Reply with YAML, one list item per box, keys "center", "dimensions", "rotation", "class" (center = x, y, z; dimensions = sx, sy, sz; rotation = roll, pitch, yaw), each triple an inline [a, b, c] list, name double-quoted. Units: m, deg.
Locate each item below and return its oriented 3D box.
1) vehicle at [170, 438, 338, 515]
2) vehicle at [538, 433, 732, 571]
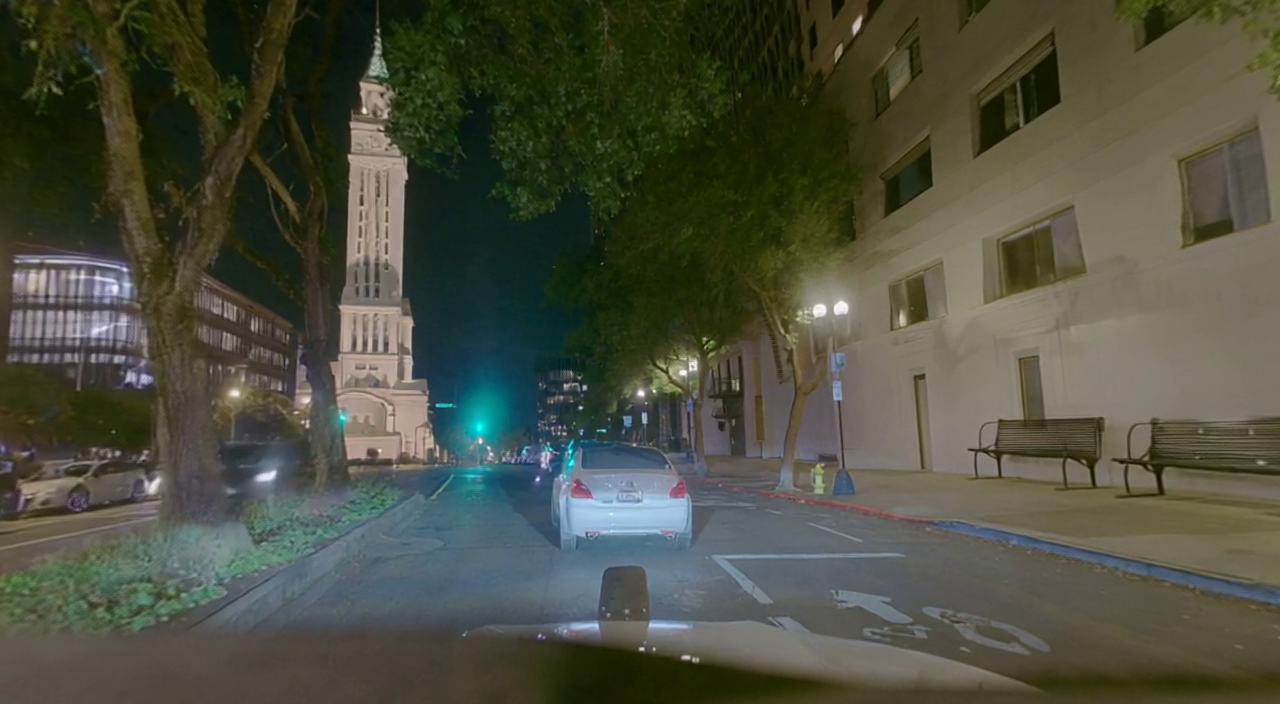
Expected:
- center: [-9.907, 3.176, 16.712]
  dimensions: [2.179, 1.698, 4.549]
  rotation: [1, -9, -10]
  class: "vehicle"
- center: [-0.241, 1.942, 9.007]
  dimensions: [2.142, 1.475, 4.051]
  rotation: [1, -8, -6]
  class: "vehicle"
